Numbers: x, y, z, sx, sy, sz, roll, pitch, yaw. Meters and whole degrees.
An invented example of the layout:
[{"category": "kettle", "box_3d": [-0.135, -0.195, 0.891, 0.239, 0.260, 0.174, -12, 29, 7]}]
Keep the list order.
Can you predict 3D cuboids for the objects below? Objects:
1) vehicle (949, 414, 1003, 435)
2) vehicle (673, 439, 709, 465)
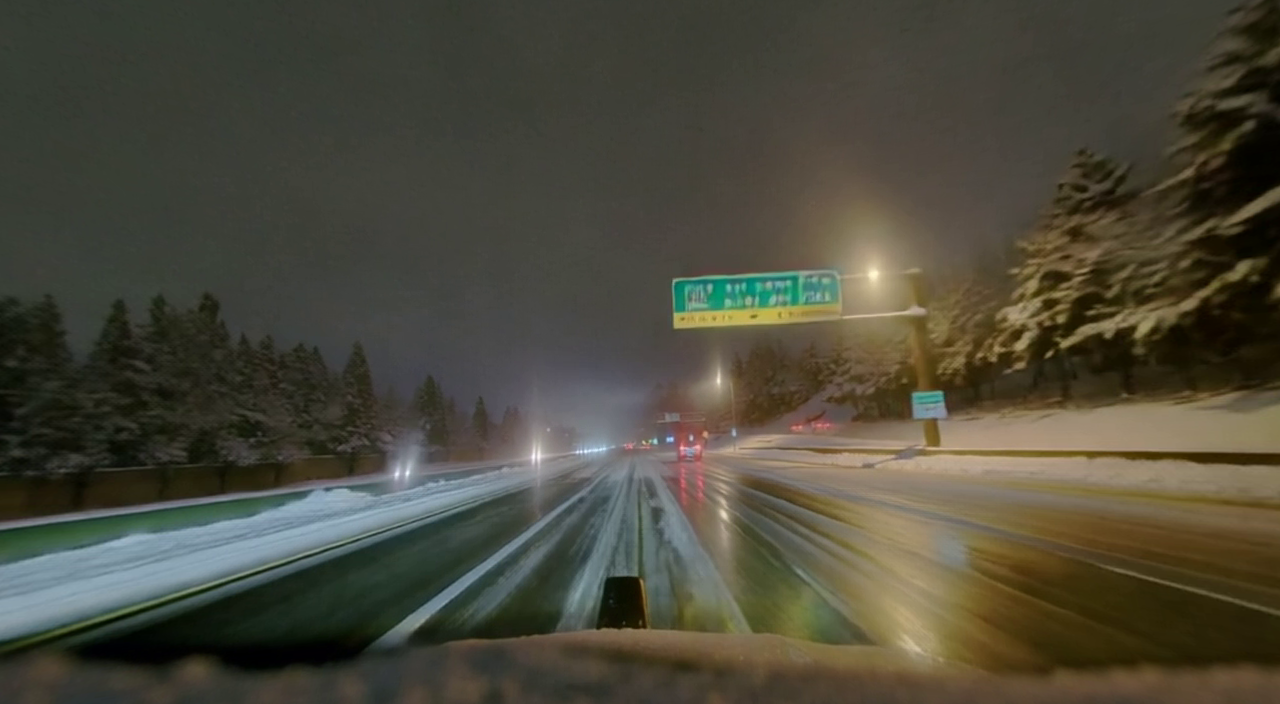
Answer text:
[{"category": "vehicle", "box_3d": [26.463, 5.766, 49.789, 1.887, 1.537, 3.996, 0, -8, -2]}, {"category": "vehicle", "box_3d": [3.649, 7.256, 45.708, 2.099, 1.748, 4.331, 0, -9, -2]}]
